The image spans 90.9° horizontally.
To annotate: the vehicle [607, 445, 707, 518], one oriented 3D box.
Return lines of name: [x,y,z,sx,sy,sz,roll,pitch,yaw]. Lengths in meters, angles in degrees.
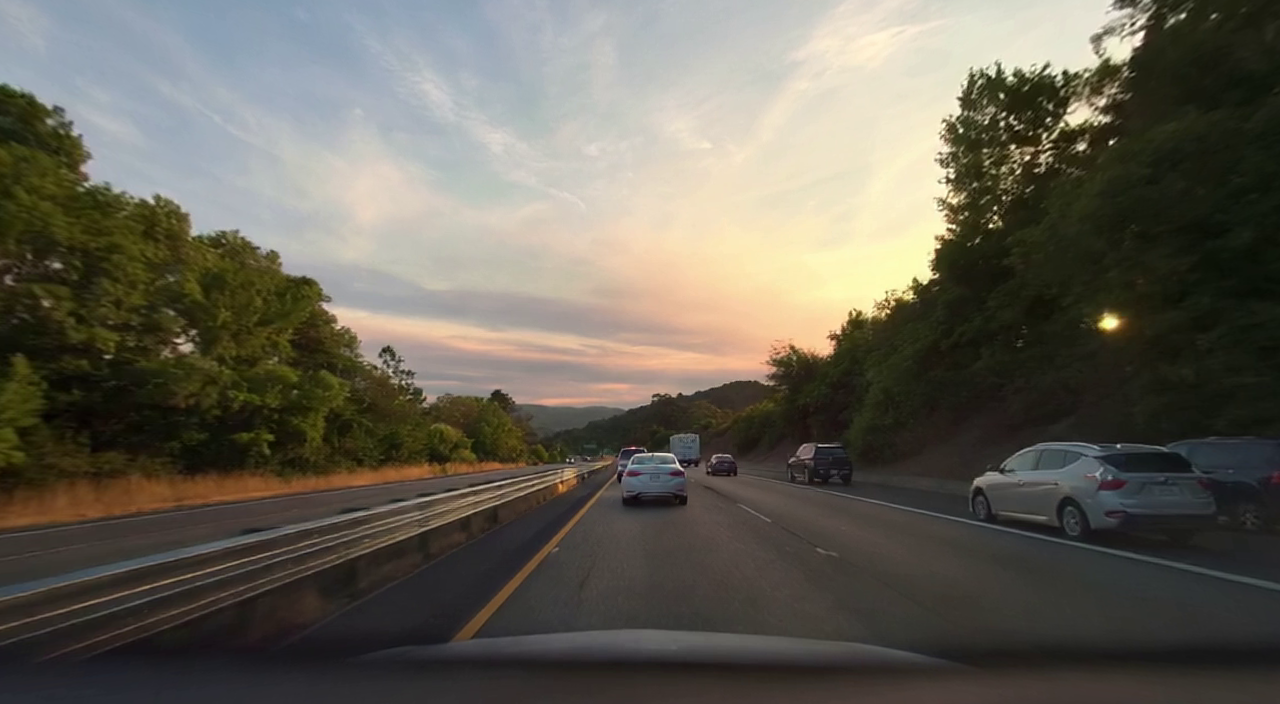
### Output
vehicle: [0.324,3.003,15.064,2.076,1.485,3.774,0,-9,-1]

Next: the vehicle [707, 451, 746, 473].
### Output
vehicle: [6.112,7.779,44.791,1.921,1.451,3.841,0,-9,-5]

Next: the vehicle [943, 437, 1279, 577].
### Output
vehicle: [6.316,2.003,8.920,1.965,1.484,4.090,0,-9,0]

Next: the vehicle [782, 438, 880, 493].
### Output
vehicle: [6.534,3.937,22.067,1.980,1.702,4.235,0,-9,-2]
